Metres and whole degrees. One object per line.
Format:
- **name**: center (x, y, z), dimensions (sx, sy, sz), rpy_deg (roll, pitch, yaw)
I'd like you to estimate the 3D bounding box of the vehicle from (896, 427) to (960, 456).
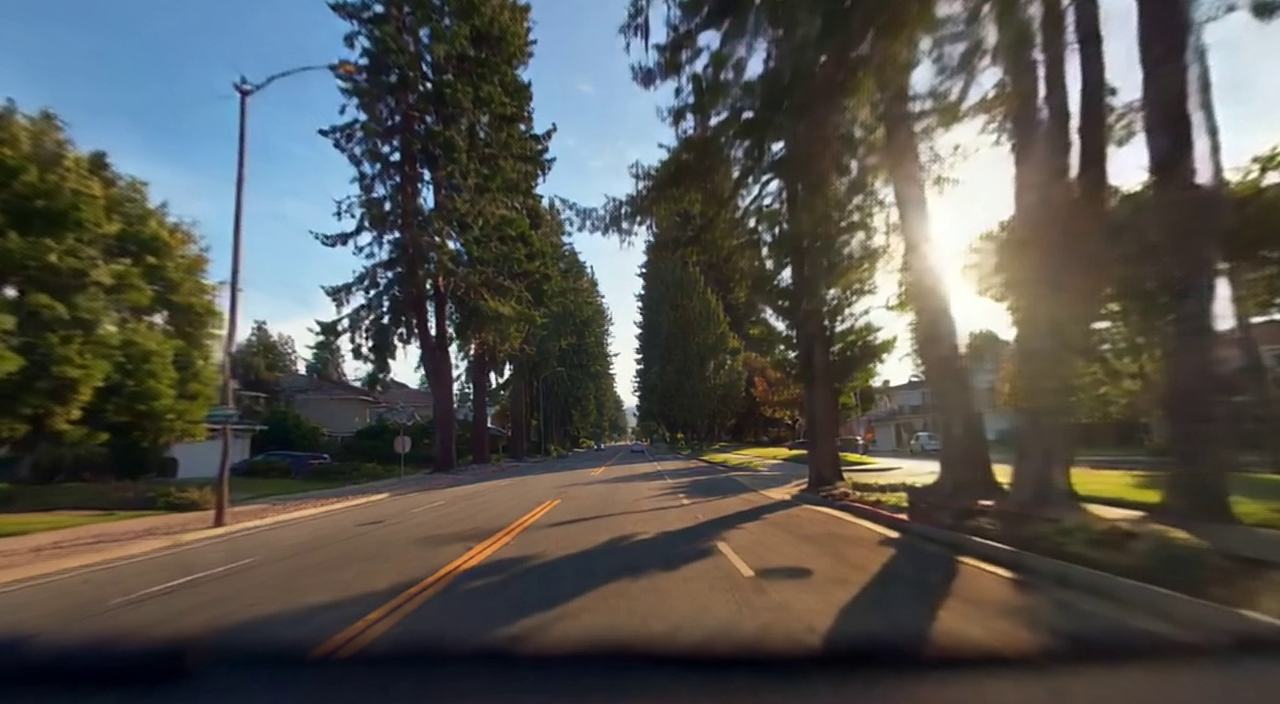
- **vehicle**: center (18.209, 5.745, 40.217), dimensions (1.936, 1.722, 4.562), rpy_deg (0, -9, 1)
